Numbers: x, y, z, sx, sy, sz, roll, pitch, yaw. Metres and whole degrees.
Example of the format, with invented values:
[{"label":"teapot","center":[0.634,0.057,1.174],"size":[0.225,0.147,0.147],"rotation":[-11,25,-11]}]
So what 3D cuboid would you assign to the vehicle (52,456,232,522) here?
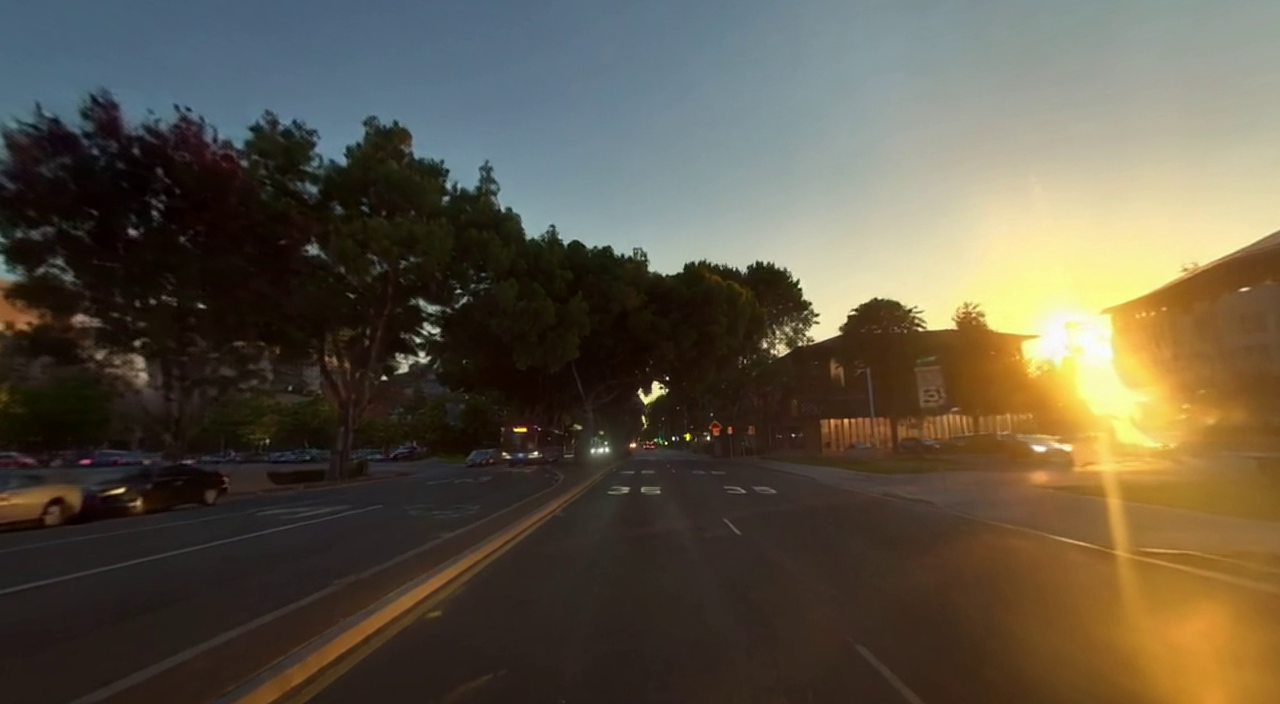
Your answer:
[{"label":"vehicle","center":[-14.078,3.847,18.175],"size":[1.816,1.567,3.957],"rotation":[-1,-8,3]}]

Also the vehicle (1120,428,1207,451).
[{"label":"vehicle","center":[40.092,6.720,48.331],"size":[4.836,1.711,2.192],"rotation":[0,-8,-4]}]

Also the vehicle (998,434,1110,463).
[{"label":"vehicle","center":[21.342,5.002,32.633],"size":[4.404,1.440,1.900],"rotation":[0,-8,2]}]
